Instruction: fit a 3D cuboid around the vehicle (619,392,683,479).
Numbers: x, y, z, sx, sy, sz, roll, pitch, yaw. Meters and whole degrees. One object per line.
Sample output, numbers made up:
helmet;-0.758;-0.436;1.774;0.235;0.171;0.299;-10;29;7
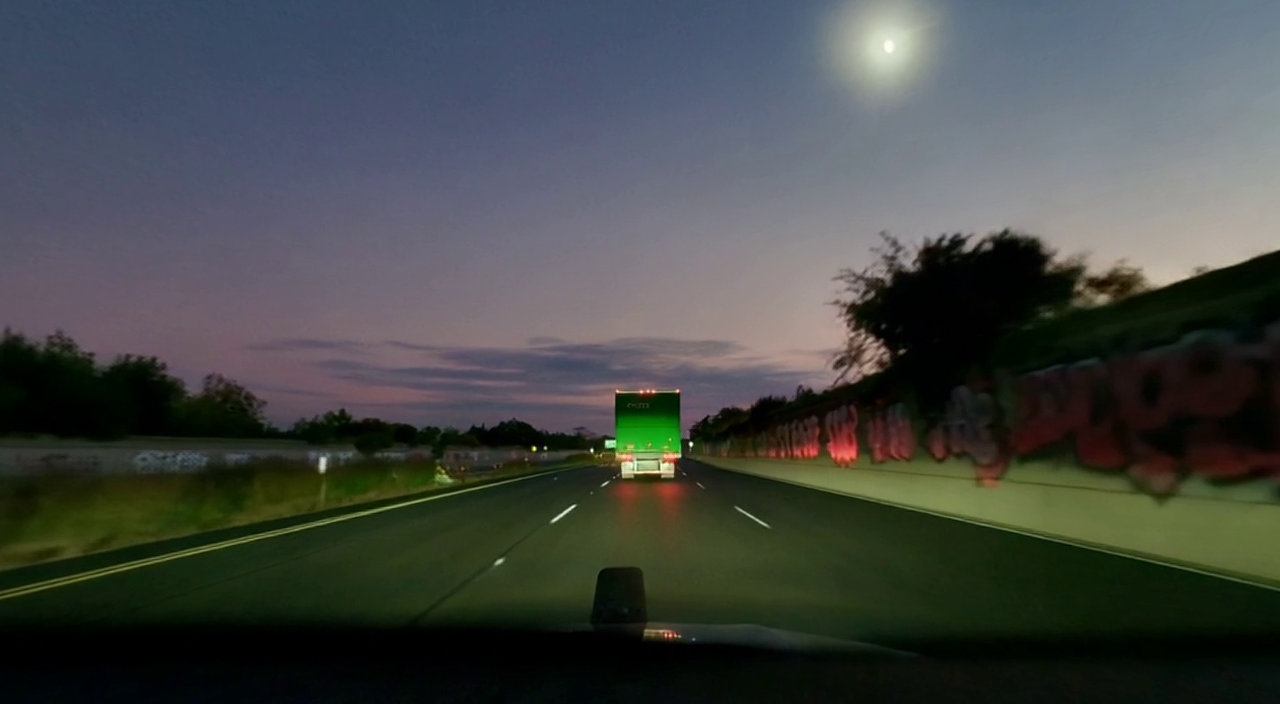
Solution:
vehicle;0.423;4.606;33.823;2.900;3.955;10.151;0;-9;-1
